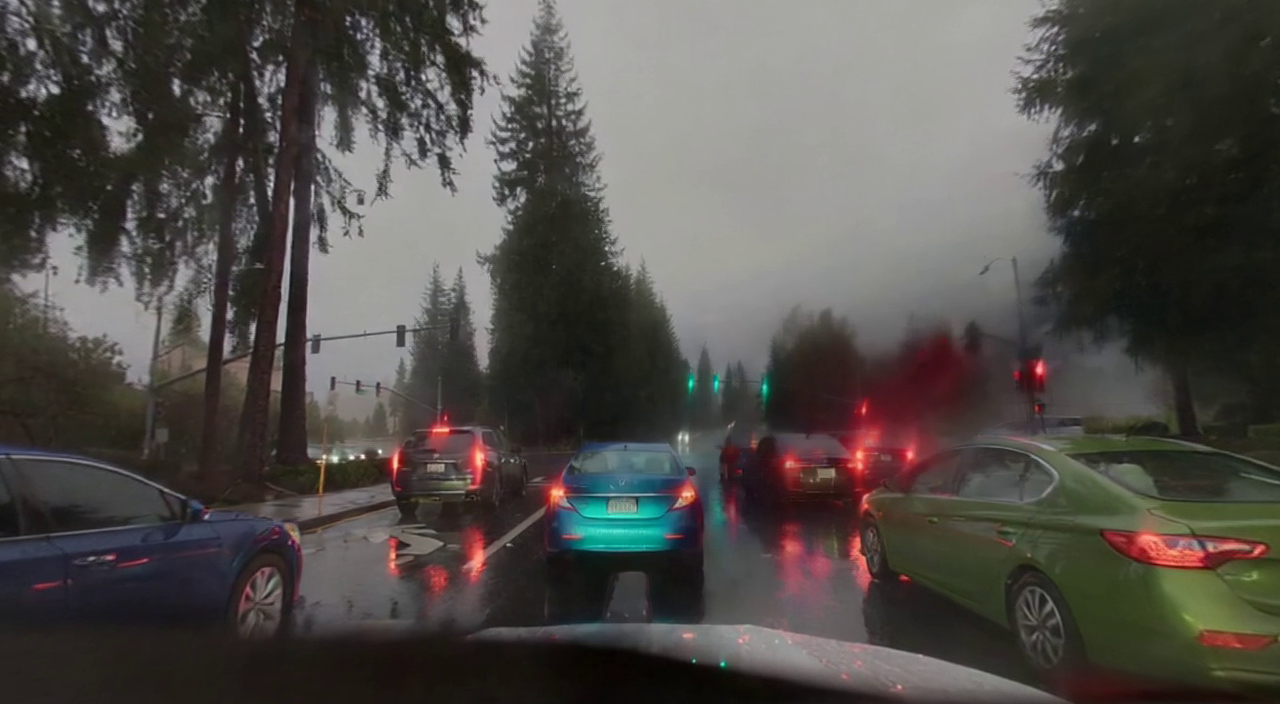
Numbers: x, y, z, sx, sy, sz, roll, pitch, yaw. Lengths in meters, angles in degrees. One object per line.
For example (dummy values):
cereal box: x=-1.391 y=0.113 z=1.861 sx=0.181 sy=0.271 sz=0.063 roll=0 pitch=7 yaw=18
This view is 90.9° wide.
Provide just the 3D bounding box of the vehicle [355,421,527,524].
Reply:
vehicle: x=-3.737 y=2.342 z=12.792 sx=1.961 sy=1.714 sz=4.268 roll=-1 pitch=-8 yaw=2

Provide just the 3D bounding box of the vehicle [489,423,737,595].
vehicle: x=-0.265 y=1.650 z=7.458 sx=2.147 sy=1.479 sz=3.803 roll=0 pitch=-8 yaw=-1

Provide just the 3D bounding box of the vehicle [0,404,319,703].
vehicle: x=-3.646 y=1.025 z=3.004 sx=1.935 sy=1.482 sz=4.433 roll=0 pitch=-8 yaw=-1

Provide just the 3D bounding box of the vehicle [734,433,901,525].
vehicle: x=3.173 y=2.337 z=12.331 sx=1.975 sy=1.460 sz=4.357 roll=0 pitch=-8 yaw=0

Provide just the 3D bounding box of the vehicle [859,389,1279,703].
vehicle: x=3.131 y=1.152 z=4.059 sx=1.903 sy=1.480 sz=4.270 roll=0 pitch=-8 yaw=0
